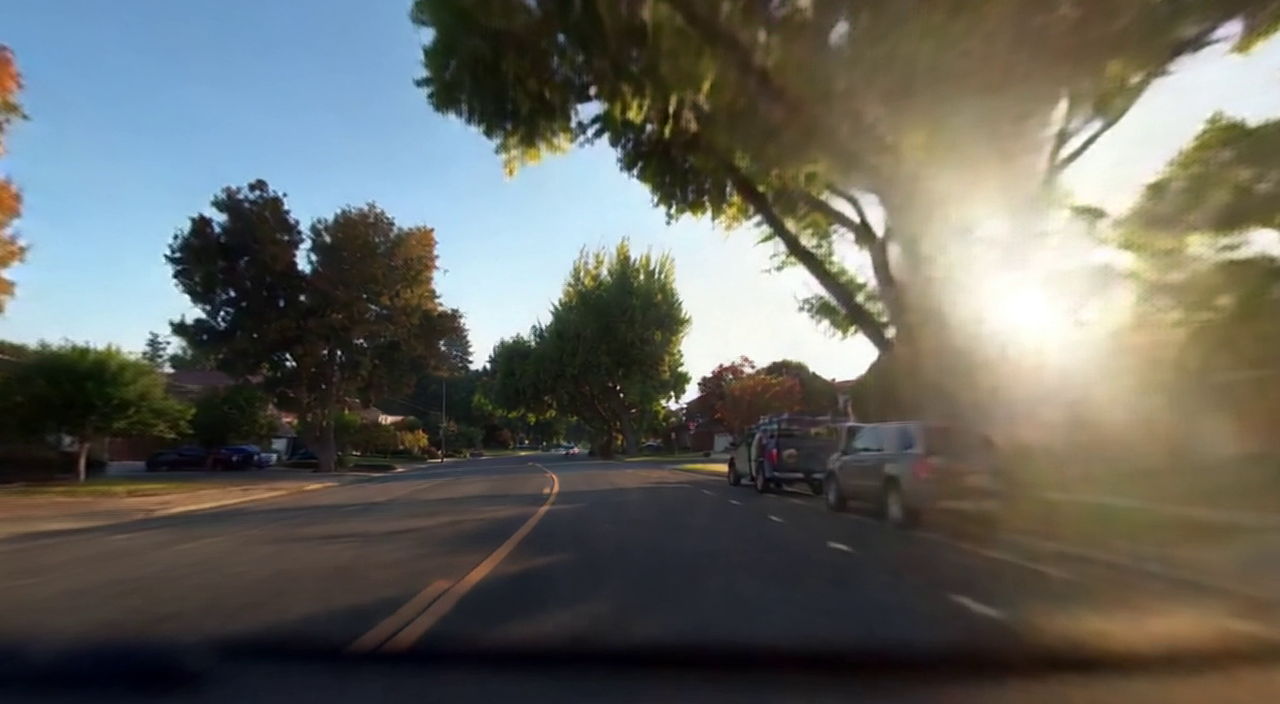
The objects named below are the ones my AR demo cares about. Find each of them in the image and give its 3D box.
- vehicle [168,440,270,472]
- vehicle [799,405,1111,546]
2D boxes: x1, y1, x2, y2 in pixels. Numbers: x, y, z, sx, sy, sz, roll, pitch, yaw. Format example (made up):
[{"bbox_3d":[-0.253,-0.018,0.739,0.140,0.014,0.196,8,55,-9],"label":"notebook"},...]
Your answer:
[{"bbox_3d":[-27.069,6.683,40.772,4.975,1.847,2.096,1,-8,-14],"label":"vehicle"},{"bbox_3d":[5.584,2.346,12.899,2.670,2.085,6.775,0,-8,-2],"label":"vehicle"}]
